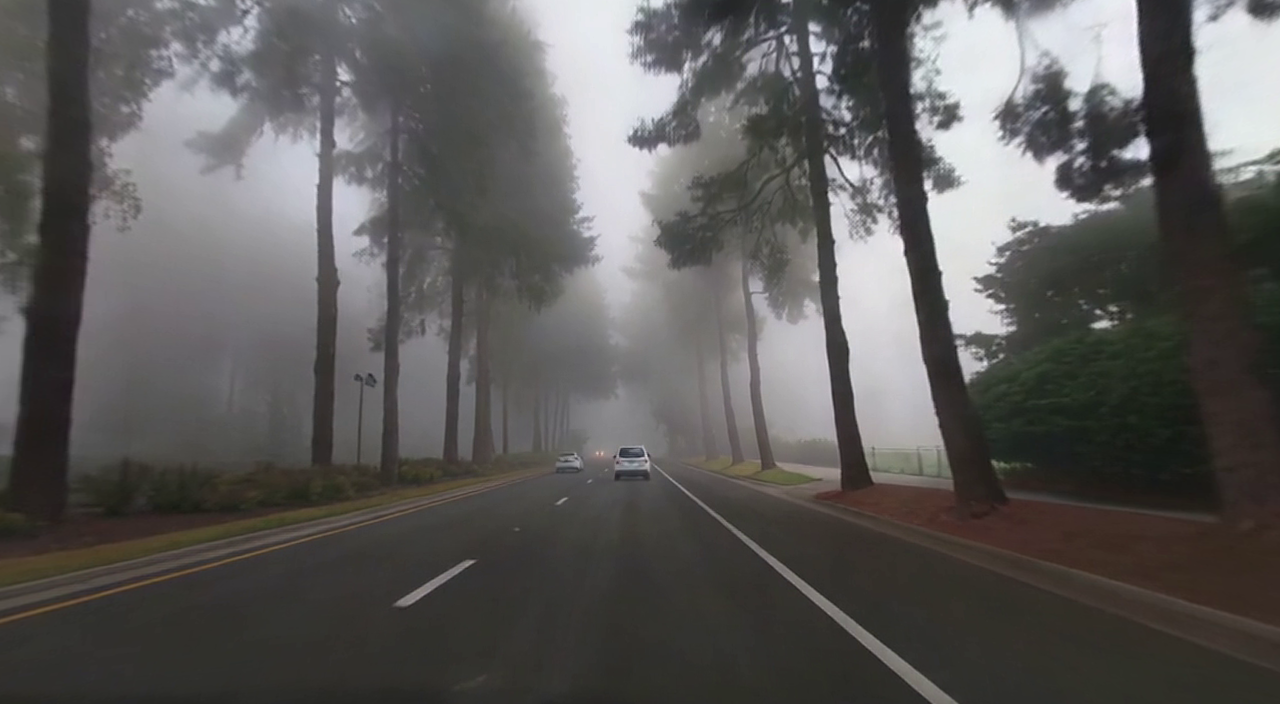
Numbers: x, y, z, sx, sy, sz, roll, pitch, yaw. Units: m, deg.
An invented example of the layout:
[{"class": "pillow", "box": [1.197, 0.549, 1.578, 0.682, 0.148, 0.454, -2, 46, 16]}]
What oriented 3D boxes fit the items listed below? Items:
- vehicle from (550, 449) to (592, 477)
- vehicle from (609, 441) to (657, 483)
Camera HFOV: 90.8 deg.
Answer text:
[{"class": "vehicle", "box": [-3.991, 6.492, 37.295, 1.936, 1.538, 4.016, 0, -9, 1]}, {"class": "vehicle", "box": [-0.308, 4.945, 28.738, 2.018, 1.769, 3.897, 0, -9, -1]}]
